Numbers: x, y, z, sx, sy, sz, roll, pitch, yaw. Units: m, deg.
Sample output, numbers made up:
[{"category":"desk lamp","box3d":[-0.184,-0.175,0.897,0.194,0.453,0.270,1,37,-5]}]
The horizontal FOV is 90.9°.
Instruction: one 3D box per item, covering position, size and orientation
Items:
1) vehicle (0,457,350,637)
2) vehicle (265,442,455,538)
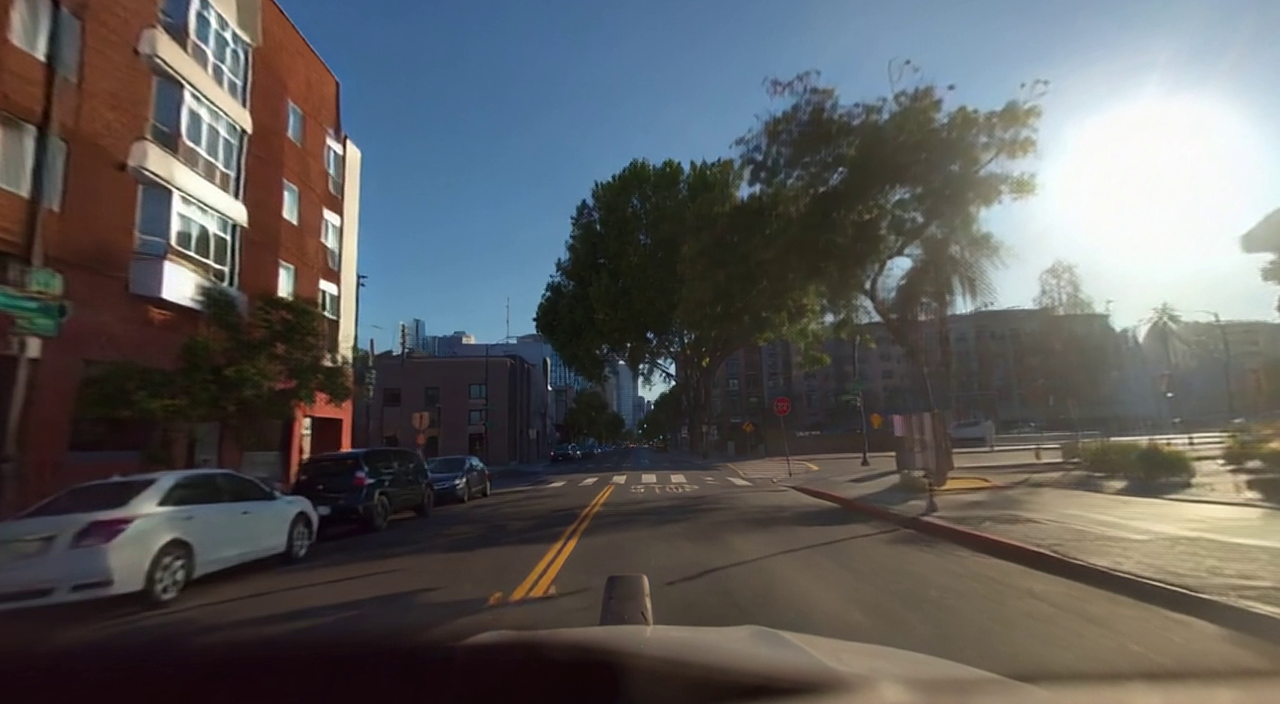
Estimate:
[{"category":"vehicle","box3d":[-5.672,2.036,7.644,2.131,1.407,4.547,0,-8,0]},{"category":"vehicle","box3d":[-5.546,2.737,13.282,1.901,1.631,4.570,0,-8,0]}]
